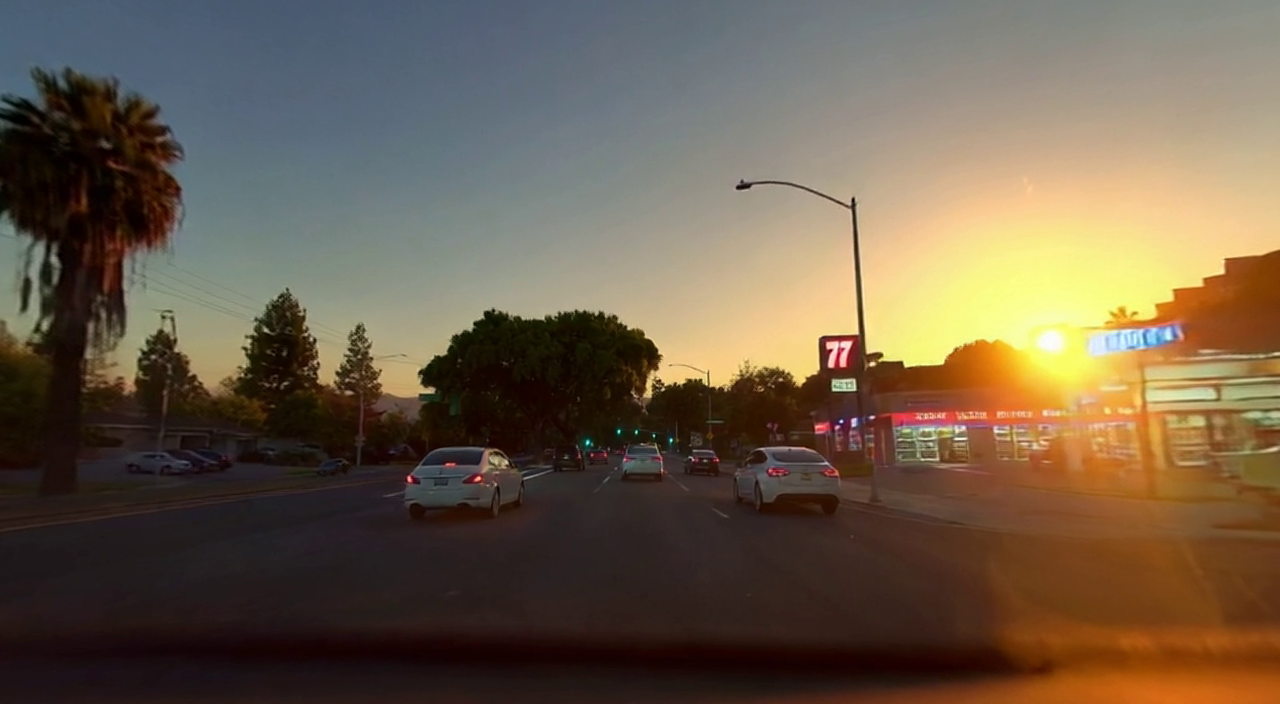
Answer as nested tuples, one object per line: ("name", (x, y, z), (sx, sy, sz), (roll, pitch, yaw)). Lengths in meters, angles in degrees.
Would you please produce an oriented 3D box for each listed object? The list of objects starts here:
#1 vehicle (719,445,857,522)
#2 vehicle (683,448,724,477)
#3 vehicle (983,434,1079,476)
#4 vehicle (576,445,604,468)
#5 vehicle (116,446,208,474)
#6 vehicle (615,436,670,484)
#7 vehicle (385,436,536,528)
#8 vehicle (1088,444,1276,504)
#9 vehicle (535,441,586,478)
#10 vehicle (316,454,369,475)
("vehicle", (3.230, 2.949, 14.781), (1.977, 1.480, 4.589), (0, -8, -2))
("vehicle", (3.558, 6.268, 35.962), (1.880, 1.476, 3.932), (0, -8, -1))
("vehicle", (18.458, 4.874, 29.993), (1.905, 1.833, 4.347), (0, -8, 2))
("vehicle", (-3.834, 8.066, 48.830), (1.871, 1.673, 3.920), (0, -8, 1))
("vehicle", (-30.240, 6.823, 39.913), (4.123, 1.648, 2.053), (0, -8, 1))
("vehicle", (0.068, 4.610, 27.113), (2.164, 1.867, 4.254), (0, -8, -1))
("vehicle", (-3.339, 2.478, 12.637), (1.864, 1.505, 4.202), (0, -8, -1))
("vehicle", (14.232, 3.178, 16.837), (1.833, 1.392, 3.588), (0, -8, 1))
("vehicle", (-3.826, 5.253, 31.016), (1.932, 1.695, 4.235), (0, -8, 0))
("vehicle", (-22.675, 8.595, 48.139), (1.827, 1.441, 4.660), (0, -8, 0))
